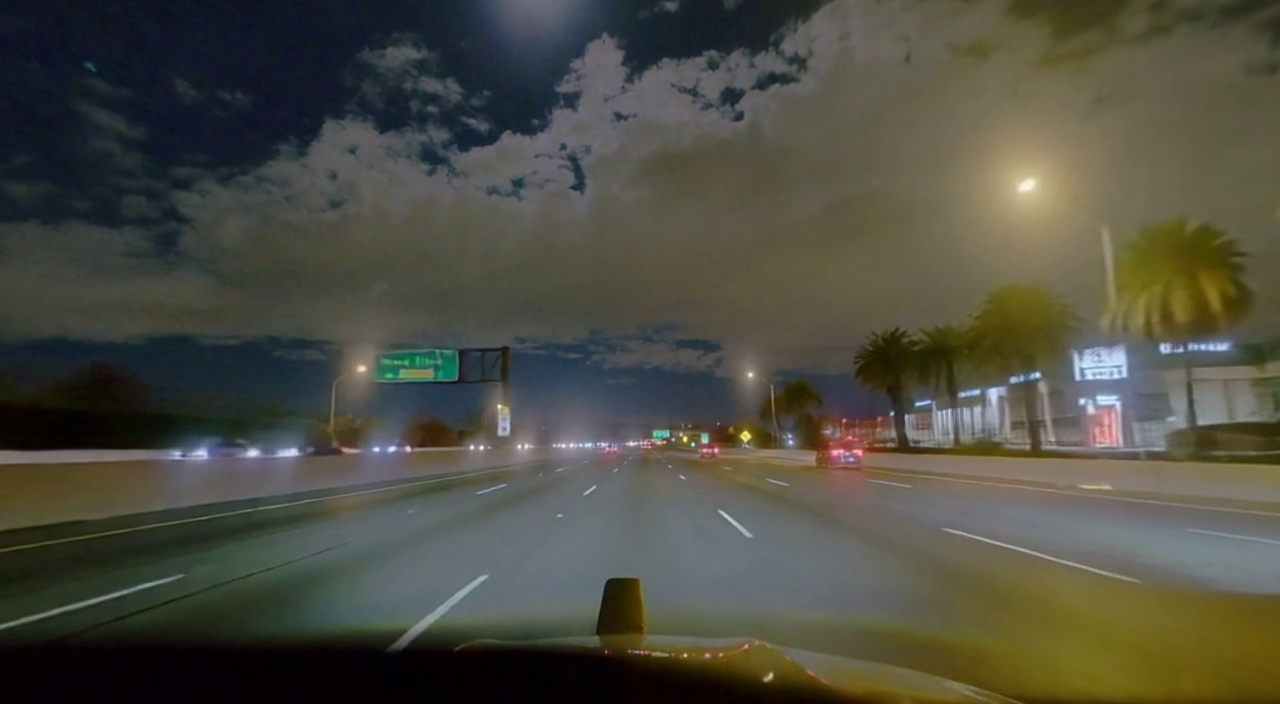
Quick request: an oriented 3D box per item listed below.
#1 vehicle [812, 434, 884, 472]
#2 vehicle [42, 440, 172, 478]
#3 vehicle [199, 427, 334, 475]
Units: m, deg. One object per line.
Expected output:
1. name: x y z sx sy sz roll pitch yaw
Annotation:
1. vehicle: 11.038 5.367 33.818 2.168 1.861 4.678 0 -8 -1
2. vehicle: -22.160 4.437 26.465 1.750 1.462 4.168 0 -8 1
3. vehicle: -15.884 4.252 27.345 2.274 1.848 5.737 0 -8 1
